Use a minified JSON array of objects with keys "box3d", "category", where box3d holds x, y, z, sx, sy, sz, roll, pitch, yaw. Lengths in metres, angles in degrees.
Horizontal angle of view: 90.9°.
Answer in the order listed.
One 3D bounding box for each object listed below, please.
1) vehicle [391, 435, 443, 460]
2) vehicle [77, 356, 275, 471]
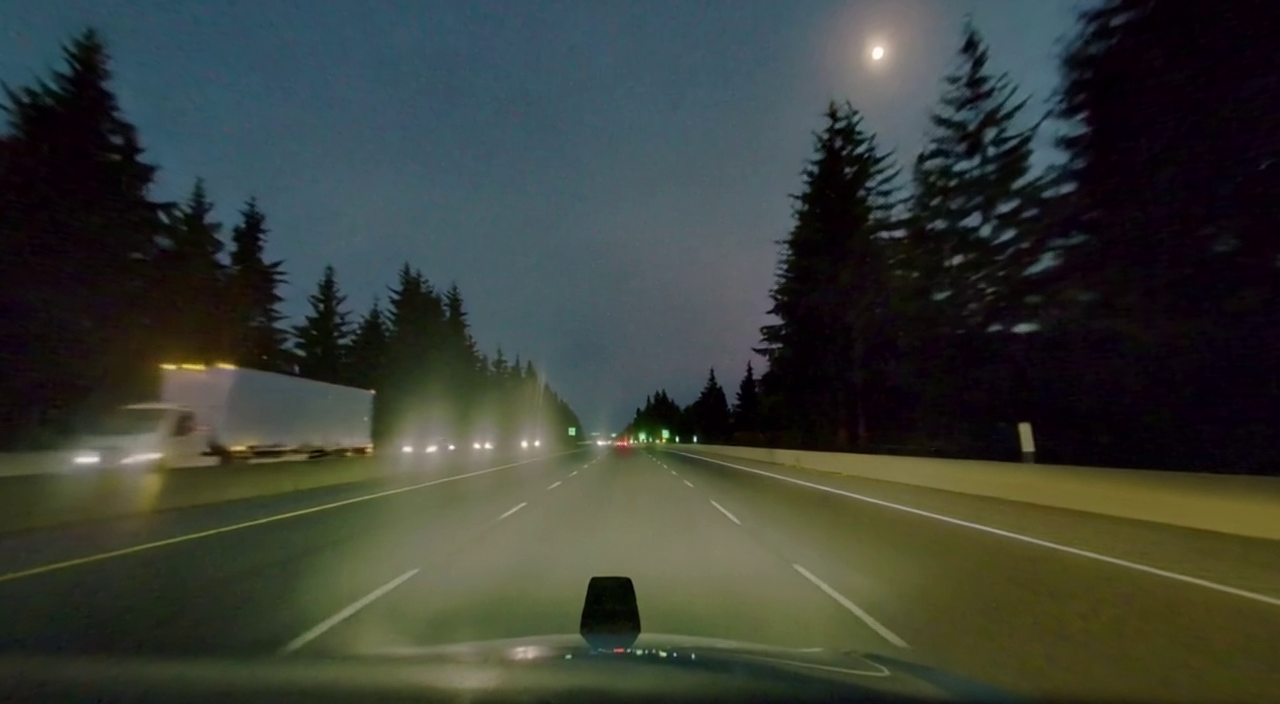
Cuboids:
[{"box3d":[-12.791,5.467,36.312,1.846,1.358,3.271,0,-8,0],"category":"vehicle"},{"box3d":[-17.096,2.427,23.883,2.903,3.816,5.854,0,-8,0],"category":"vehicle"}]
